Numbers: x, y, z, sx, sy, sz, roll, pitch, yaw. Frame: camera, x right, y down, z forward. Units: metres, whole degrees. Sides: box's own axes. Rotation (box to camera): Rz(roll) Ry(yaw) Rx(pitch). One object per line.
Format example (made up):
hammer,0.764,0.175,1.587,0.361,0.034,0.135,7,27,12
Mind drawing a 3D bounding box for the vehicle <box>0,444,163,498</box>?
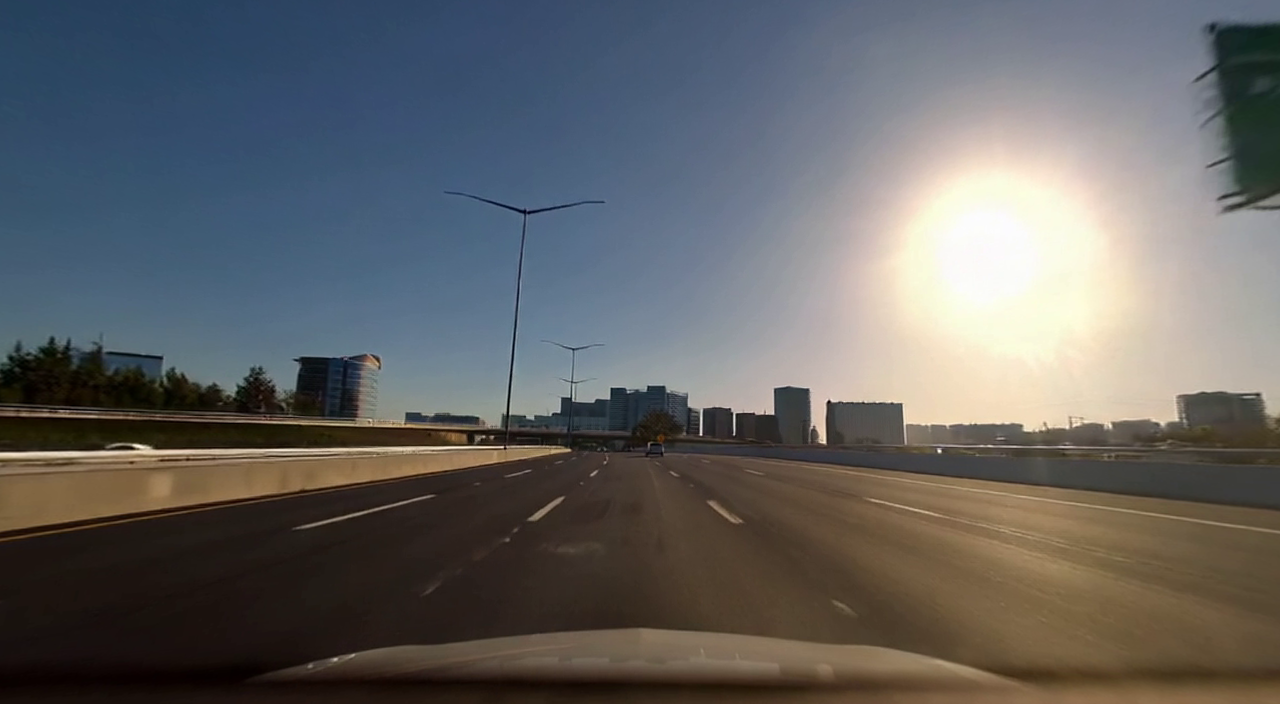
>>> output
vehicle,-18.010,3.705,20.047,1.889,1.474,4.727,0,-8,-1
